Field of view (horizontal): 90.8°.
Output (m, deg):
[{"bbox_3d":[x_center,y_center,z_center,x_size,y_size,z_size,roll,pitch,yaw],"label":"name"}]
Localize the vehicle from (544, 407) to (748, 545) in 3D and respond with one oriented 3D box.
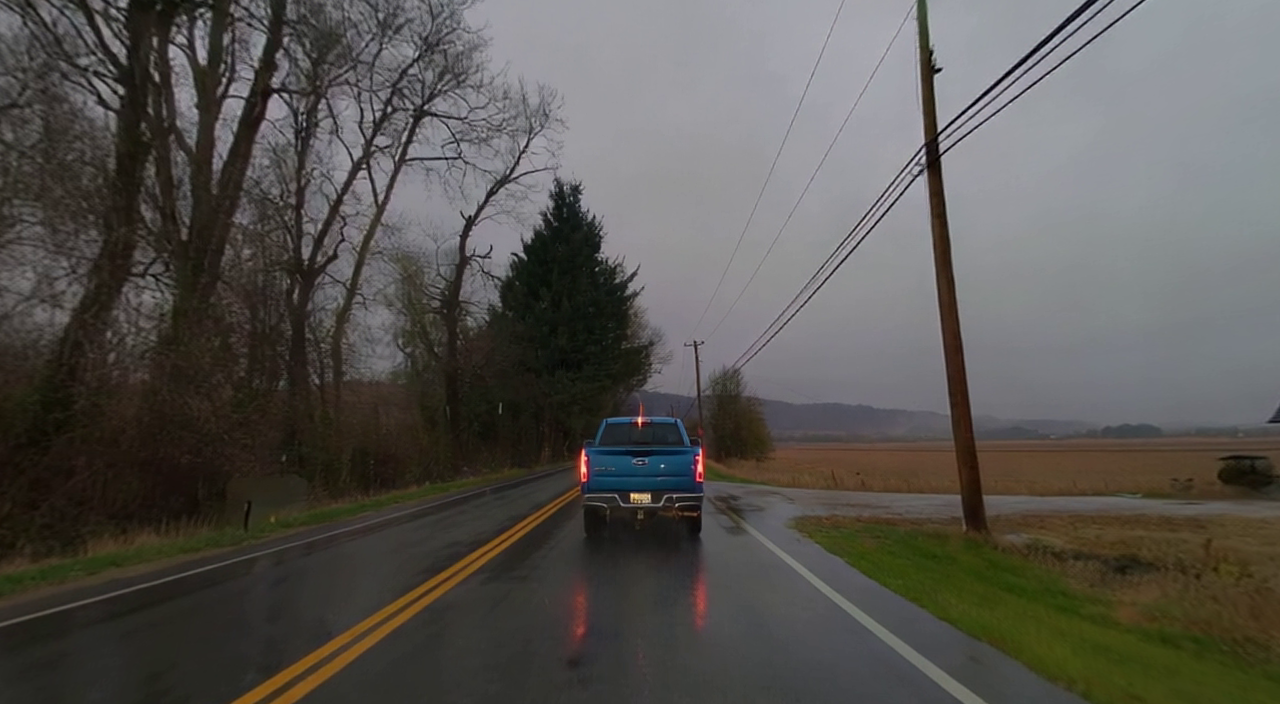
[{"bbox_3d":[0.043,2.133,11.637,2.774,1.861,5.885,0,-8,-1],"label":"vehicle"}]
